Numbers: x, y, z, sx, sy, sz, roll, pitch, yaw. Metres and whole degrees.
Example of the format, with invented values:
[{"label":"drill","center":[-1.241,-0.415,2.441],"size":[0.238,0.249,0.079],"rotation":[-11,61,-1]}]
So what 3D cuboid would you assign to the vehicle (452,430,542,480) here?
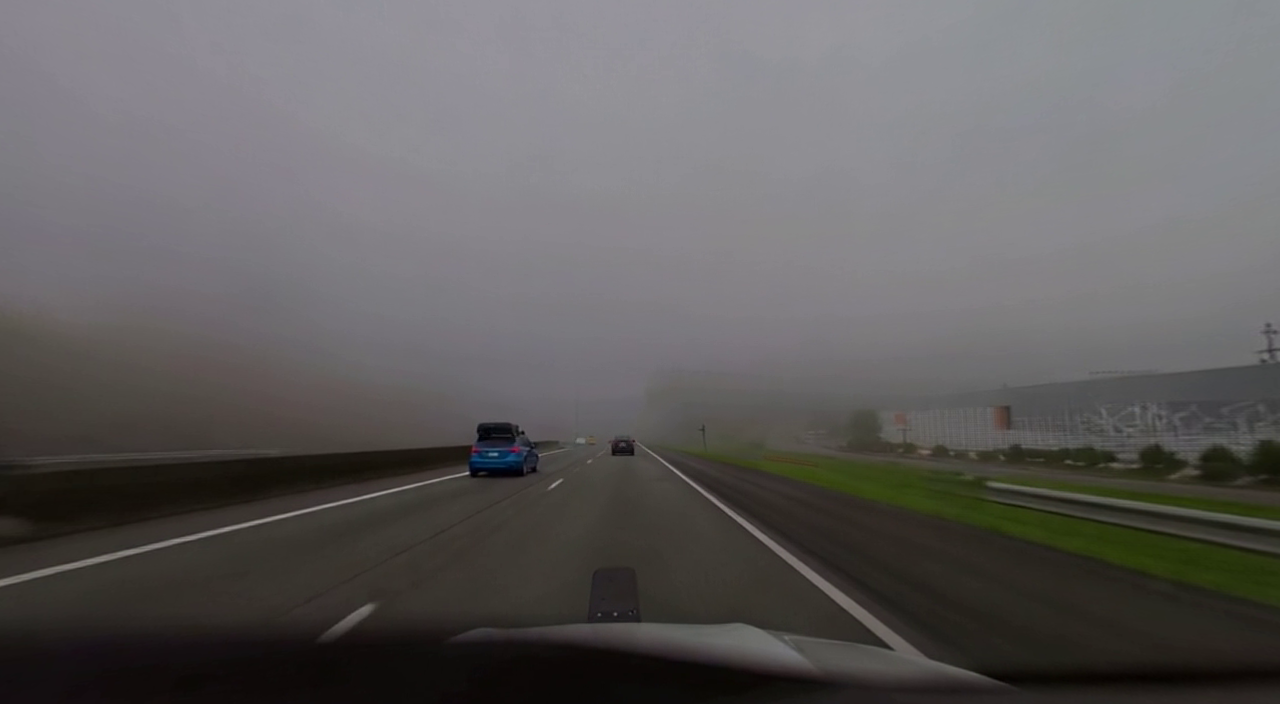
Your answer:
[{"label":"vehicle","center":[-5.021,3.670,22.850],"size":[2.189,1.580,4.607],"rotation":[0,-8,0]}]

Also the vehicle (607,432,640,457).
[{"label":"vehicle","center":[-1.132,6.318,43.244],"size":[2.151,1.618,3.898],"rotation":[0,-8,-1]}]
